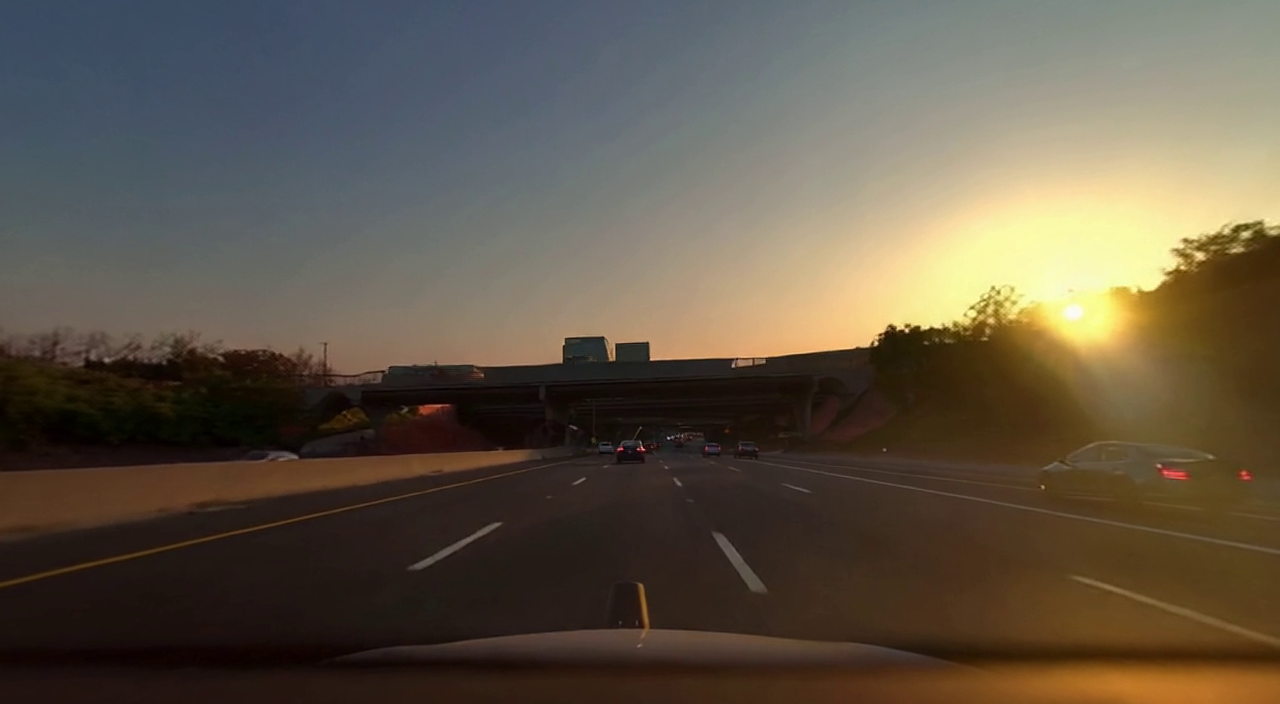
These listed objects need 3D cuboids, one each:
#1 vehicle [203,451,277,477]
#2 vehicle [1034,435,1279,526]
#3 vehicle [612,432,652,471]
[{"bbox_3d":[-24.324,6.809,38.589,1.806,1.450,4.041,0,-8,1],"label":"vehicle"},{"bbox_3d":[10.091,2.384,12.338,1.900,1.432,4.519,0,-8,1],"label":"vehicle"},{"bbox_3d":[-0.357,5.084,32.297,1.893,1.827,4.513,0,-8,1],"label":"vehicle"}]
